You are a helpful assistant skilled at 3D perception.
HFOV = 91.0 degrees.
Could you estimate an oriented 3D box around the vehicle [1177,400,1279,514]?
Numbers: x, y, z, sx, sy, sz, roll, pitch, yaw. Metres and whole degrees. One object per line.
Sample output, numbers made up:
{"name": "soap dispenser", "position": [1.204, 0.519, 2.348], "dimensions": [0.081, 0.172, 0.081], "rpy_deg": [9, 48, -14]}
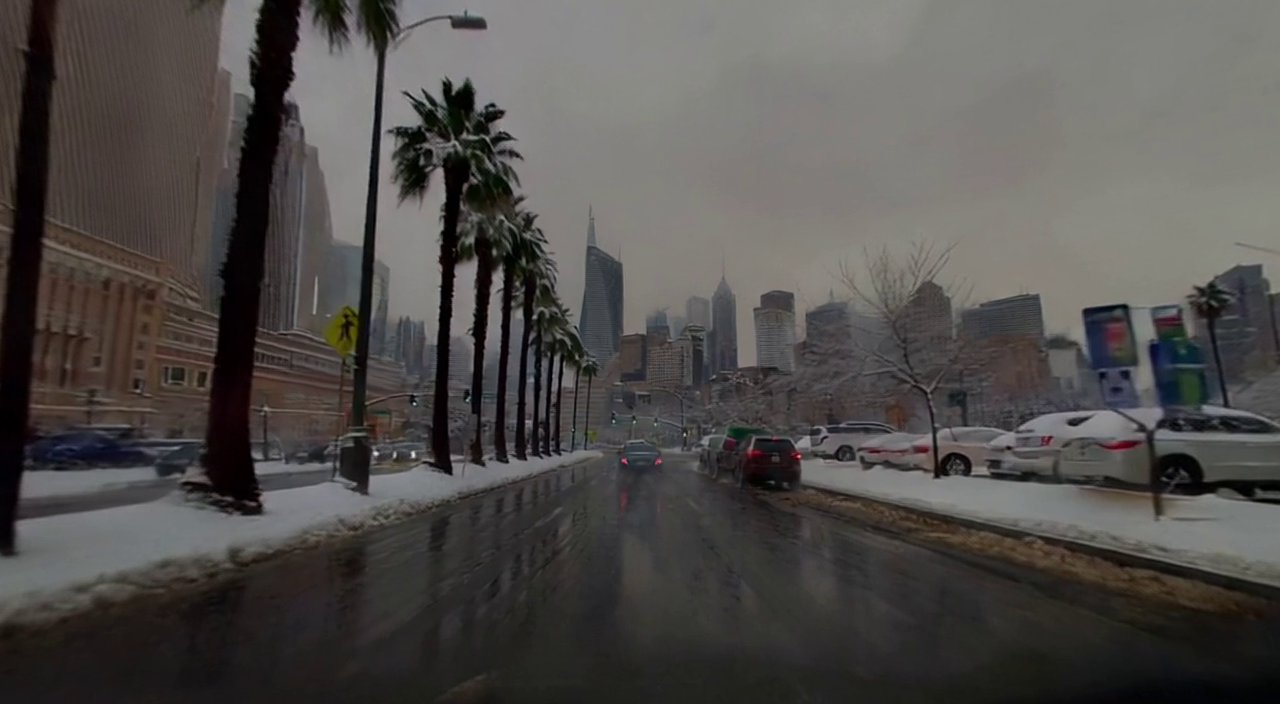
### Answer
{"name": "vehicle", "position": [12.791, 1.794, 10.841], "dimensions": [4.927, 1.820, 2.396], "rpy_deg": [1, -8, -3]}

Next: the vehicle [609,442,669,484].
{"name": "vehicle", "position": [-0.038, 4.403, 25.258], "dimensions": [2.235, 1.528, 3.876], "rpy_deg": [0, -8, 0]}

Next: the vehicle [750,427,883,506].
{"name": "vehicle", "position": [4.408, 2.950, 16.669], "dimensions": [2.136, 1.774, 4.778], "rpy_deg": [0, -8, 0]}

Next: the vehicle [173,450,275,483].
{"name": "vehicle", "position": [-23.199, 6.375, 35.418], "dimensions": [2.075, 1.645, 5.270], "rpy_deg": [0, -8, 1]}

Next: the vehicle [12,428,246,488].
{"name": "vehicle", "position": [-30.584, 6.453, 39.182], "dimensions": [3.081, 3.048, 13.223], "rpy_deg": [0, -8, 3]}
